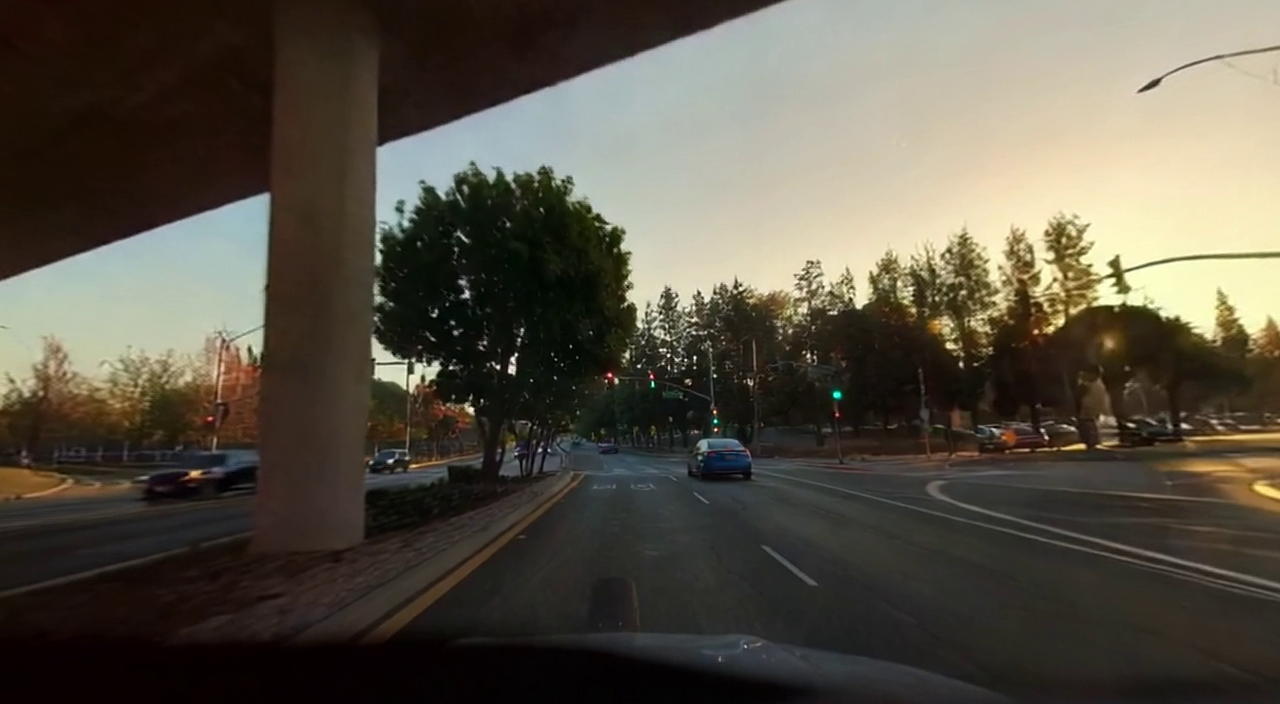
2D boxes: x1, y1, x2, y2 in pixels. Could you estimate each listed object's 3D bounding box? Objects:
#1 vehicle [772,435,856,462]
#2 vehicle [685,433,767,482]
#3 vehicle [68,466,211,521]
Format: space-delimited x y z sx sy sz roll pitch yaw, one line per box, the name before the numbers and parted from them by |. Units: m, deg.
vehicle | 10.903 6.052 39.606 4.760 1.571 1.859 -5 -9 27
vehicle | 2.827 3.606 21.832 2.062 1.484 4.332 0 -8 -2
vehicle | -17.078 4.822 21.825 1.863 1.469 3.767 -1 -7 0
